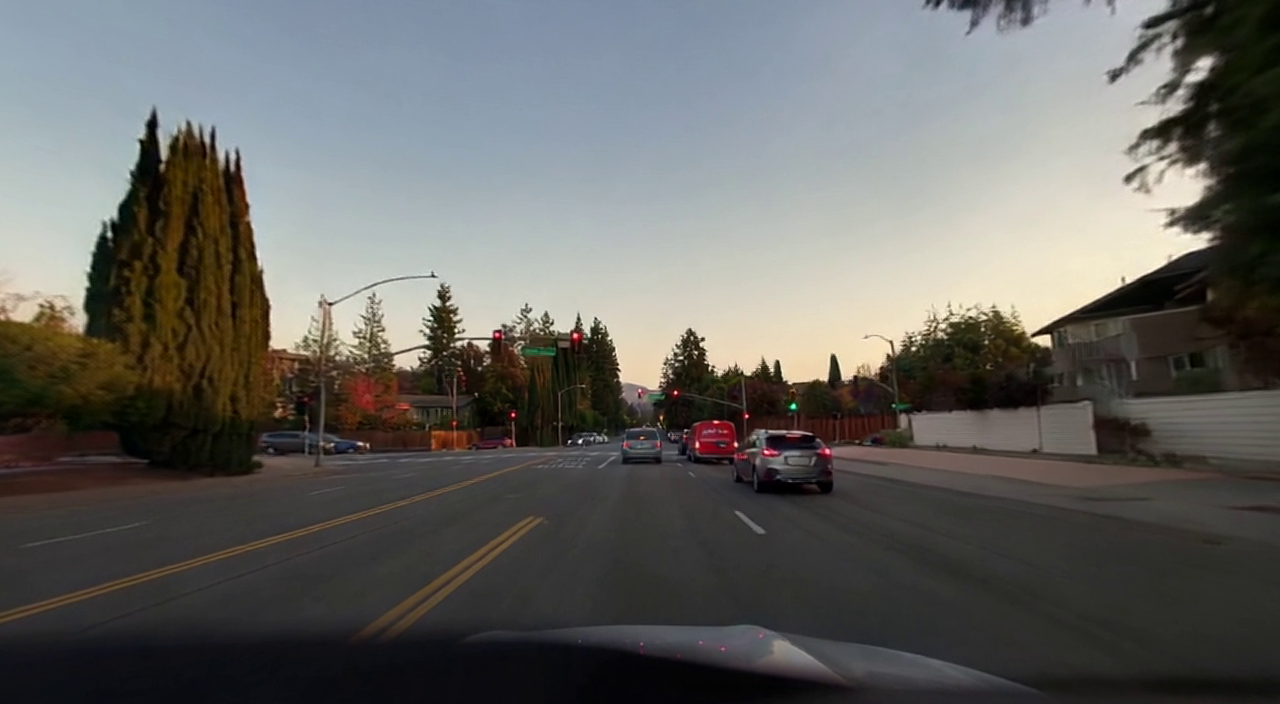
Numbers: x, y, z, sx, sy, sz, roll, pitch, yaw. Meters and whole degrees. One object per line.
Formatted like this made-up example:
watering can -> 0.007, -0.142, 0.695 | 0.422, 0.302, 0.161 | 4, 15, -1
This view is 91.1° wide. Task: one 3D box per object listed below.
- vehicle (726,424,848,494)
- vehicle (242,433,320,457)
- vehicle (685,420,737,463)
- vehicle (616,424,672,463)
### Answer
vehicle -> 3.482, 2.652, 15.878 | 1.934, 1.506, 4.544 | 0, -8, -1
vehicle -> -27.884, 7.255, 48.907 | 4.757, 1.841, 2.121 | 1, -8, -7
vehicle -> 3.337, 4.327, 30.394 | 2.059, 1.924, 4.257 | 0, -8, 0
vehicle -> 0.224, 4.170, 28.526 | 2.321, 1.624, 4.367 | 0, -8, 1
